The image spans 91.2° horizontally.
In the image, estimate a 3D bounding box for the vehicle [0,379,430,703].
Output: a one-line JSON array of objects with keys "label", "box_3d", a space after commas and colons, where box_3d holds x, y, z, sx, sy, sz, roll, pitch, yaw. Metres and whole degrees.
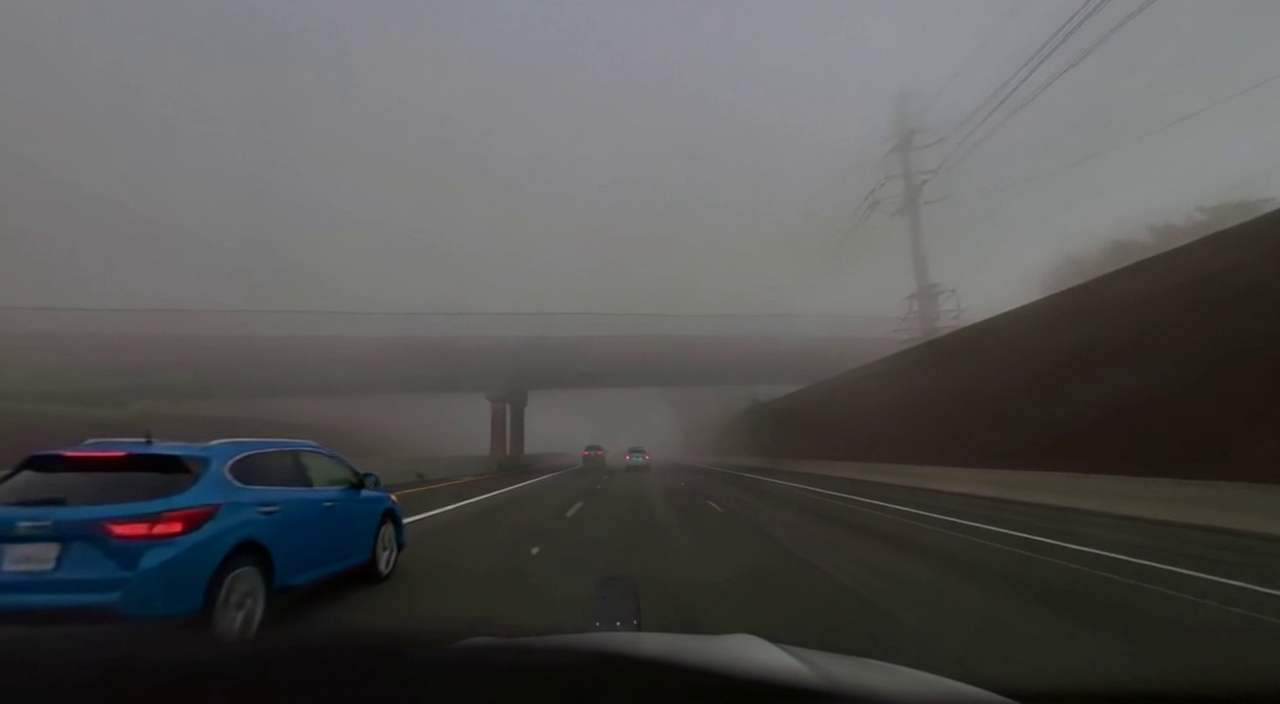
[{"label": "vehicle", "box_3d": [-3.220, 1.196, 4.620, 1.987, 1.548, 3.981, 0, -9, -1]}]

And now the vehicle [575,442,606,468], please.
[{"label": "vehicle", "box_3d": [-3.792, 7.994, 48.913, 2.077, 1.884, 4.961, 0, -9, 0]}]

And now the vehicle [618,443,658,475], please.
[{"label": "vehicle", "box_3d": [-0.122, 5.739, 33.813, 2.004, 1.615, 4.113, 0, -9, -1]}]
